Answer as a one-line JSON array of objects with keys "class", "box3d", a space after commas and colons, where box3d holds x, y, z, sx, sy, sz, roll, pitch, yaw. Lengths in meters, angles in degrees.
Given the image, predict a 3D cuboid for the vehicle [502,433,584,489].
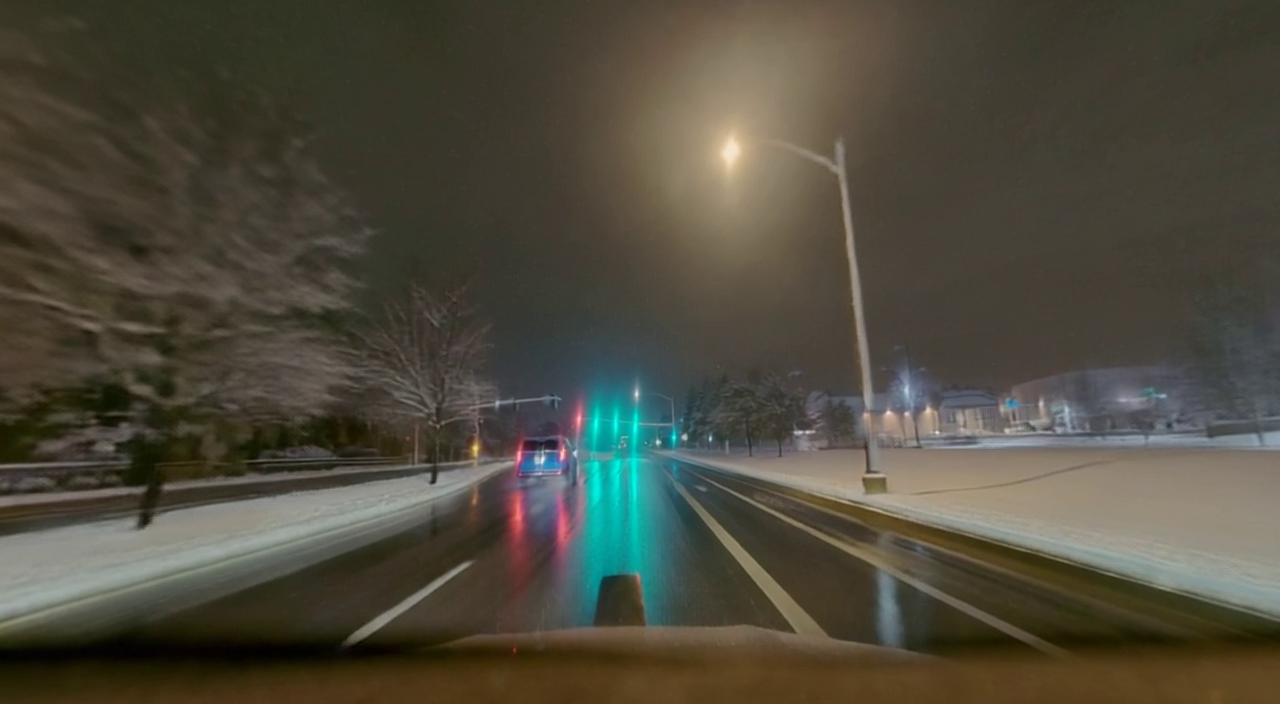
[{"class": "vehicle", "box3d": [-3.257, 3.772, 22.131, 2.121, 1.724, 4.392, 0, -9, 1]}]
